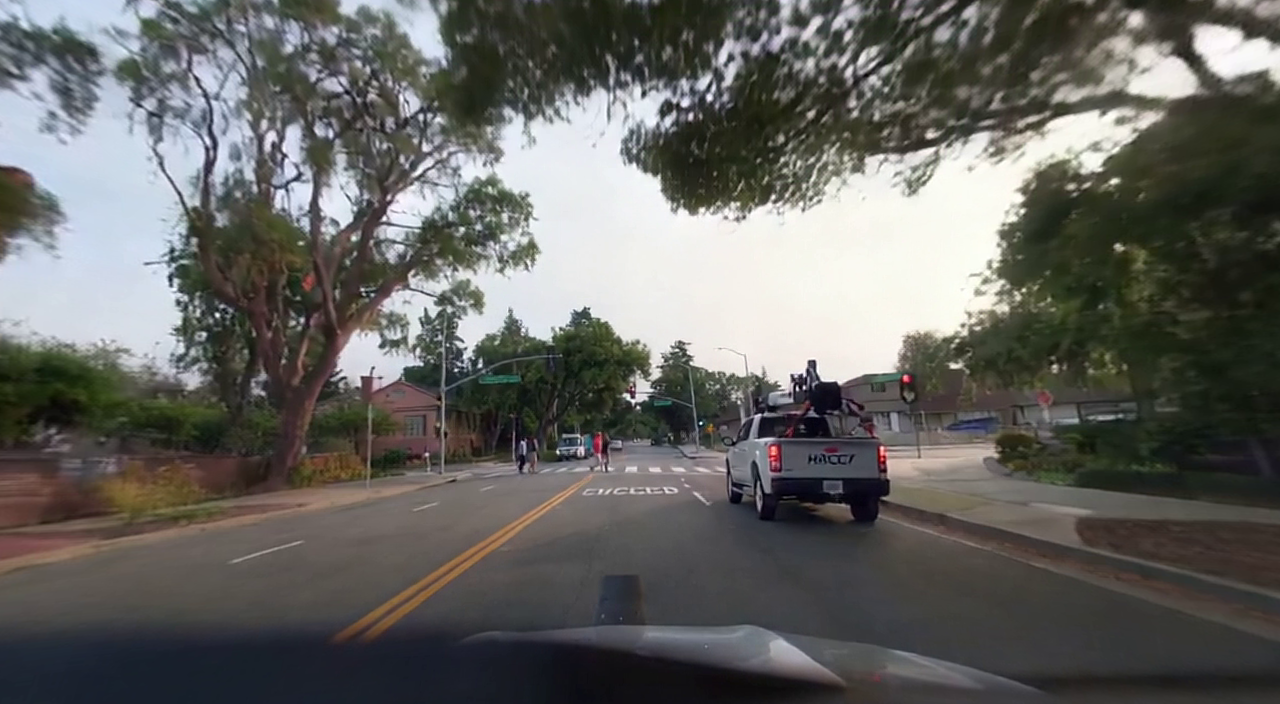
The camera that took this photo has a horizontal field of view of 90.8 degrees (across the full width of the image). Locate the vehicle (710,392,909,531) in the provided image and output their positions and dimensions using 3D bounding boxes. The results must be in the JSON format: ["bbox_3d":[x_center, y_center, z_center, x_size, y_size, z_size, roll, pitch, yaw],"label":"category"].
[{"bbox_3d":[2.777,1.996,12.001,2.177,2.015,5.463,0,-8,-1],"label":"vehicle"}]
